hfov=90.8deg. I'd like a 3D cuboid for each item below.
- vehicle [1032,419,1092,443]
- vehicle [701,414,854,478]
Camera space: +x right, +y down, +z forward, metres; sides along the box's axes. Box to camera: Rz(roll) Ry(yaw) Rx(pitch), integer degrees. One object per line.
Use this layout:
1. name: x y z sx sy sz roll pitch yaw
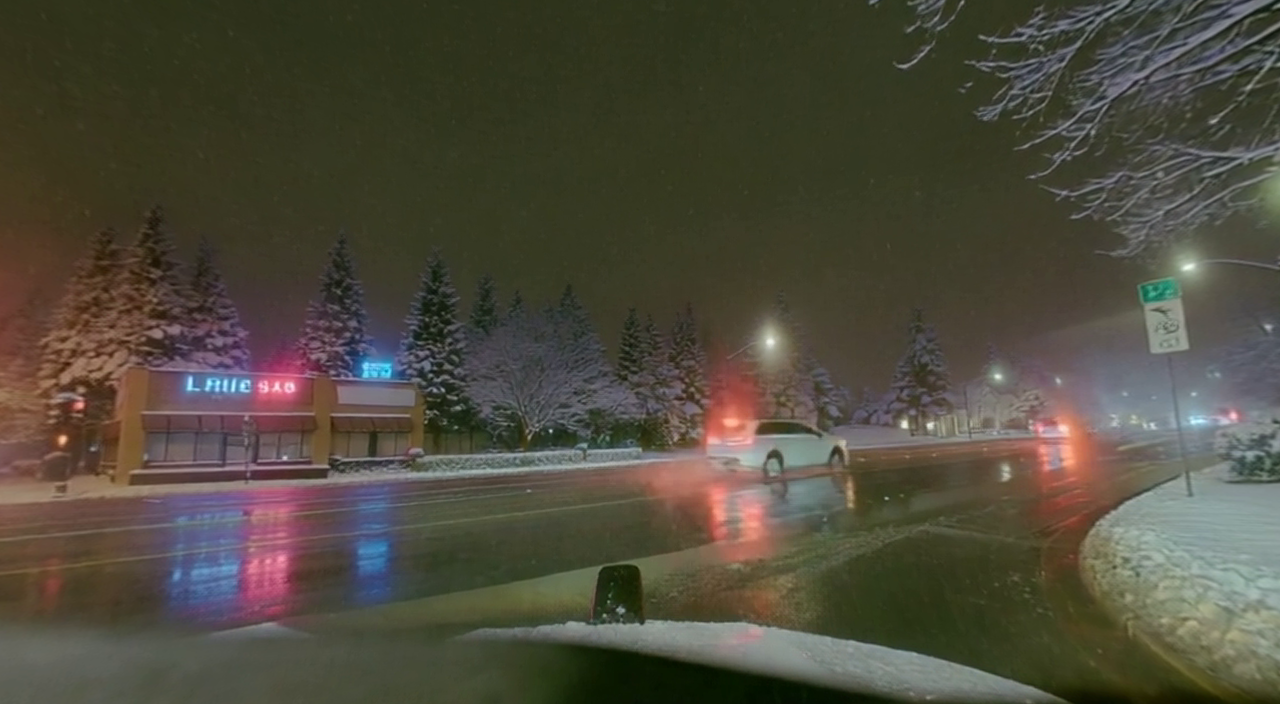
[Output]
1. vehicle: 27.690 5.197 41.411 4.442 1.458 1.902 7 -11 -39
2. vehicle: 3.858 2.600 17.458 4.182 1.536 1.885 7 -11 -38
